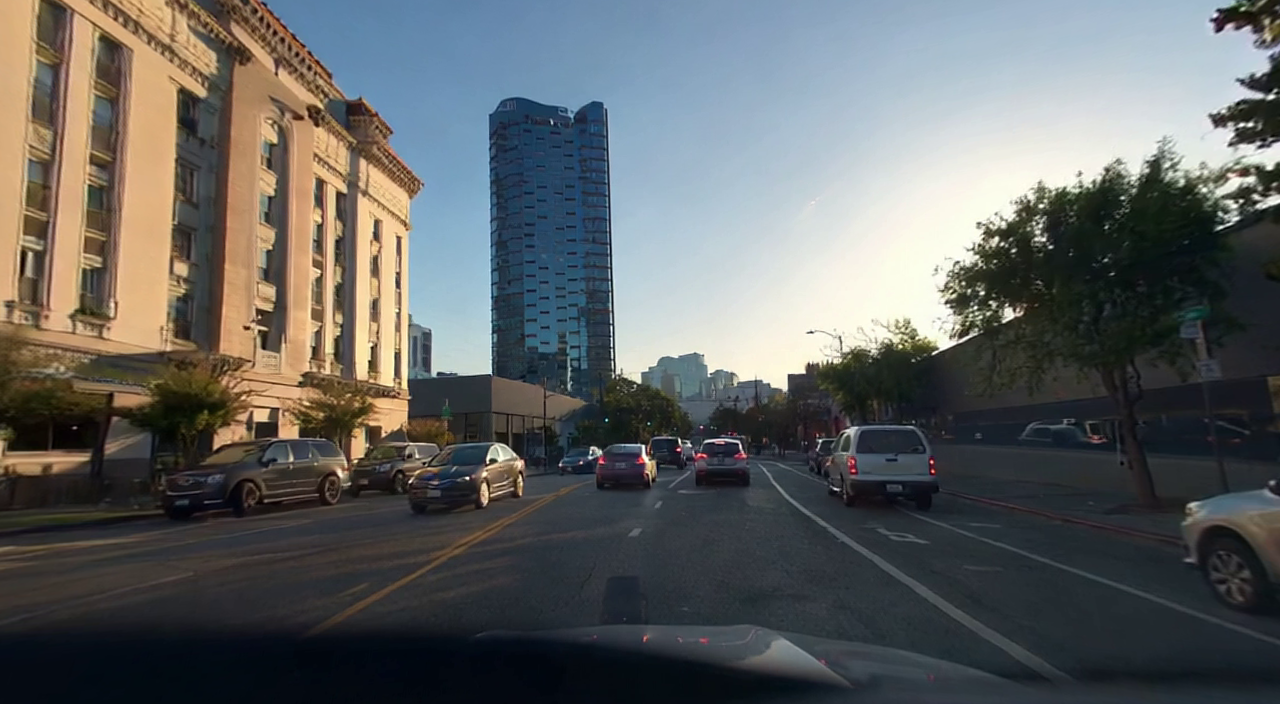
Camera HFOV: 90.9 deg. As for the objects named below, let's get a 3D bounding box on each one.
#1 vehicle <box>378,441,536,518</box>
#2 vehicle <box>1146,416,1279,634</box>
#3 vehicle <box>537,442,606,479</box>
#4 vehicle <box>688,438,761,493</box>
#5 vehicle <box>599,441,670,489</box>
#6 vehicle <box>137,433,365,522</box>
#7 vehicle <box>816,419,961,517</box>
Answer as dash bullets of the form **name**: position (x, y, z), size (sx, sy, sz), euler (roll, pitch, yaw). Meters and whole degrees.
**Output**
- **vehicle**: position (-3.978, 2.843, 14.730), size (2.028, 1.478, 4.682), euler (-1, -8, 4)
- **vehicle**: position (5.216, 1.029, 3.242), size (2.028, 1.487, 4.640), euler (-2, -9, 11)
- **vehicle**: position (-3.063, 5.006, 29.287), size (2.086, 1.565, 4.281), euler (-2, -9, 9)
- **vehicle**: position (2.656, 3.435, 19.486), size (1.982, 1.510, 4.144), euler (-1, -8, 9)
- **vehicle**: position (-0.094, 3.801, 21.590), size (2.031, 1.461, 3.763), euler (-1, -8, 6)
- **vehicle**: position (-9.444, 3.046, 16.009), size (2.070, 1.854, 4.985), euler (-2, -8, 9)
- **vehicle**: position (5.230, 2.470, 13.971), size (2.088, 1.775, 4.454), euler (-2, -9, 10)
